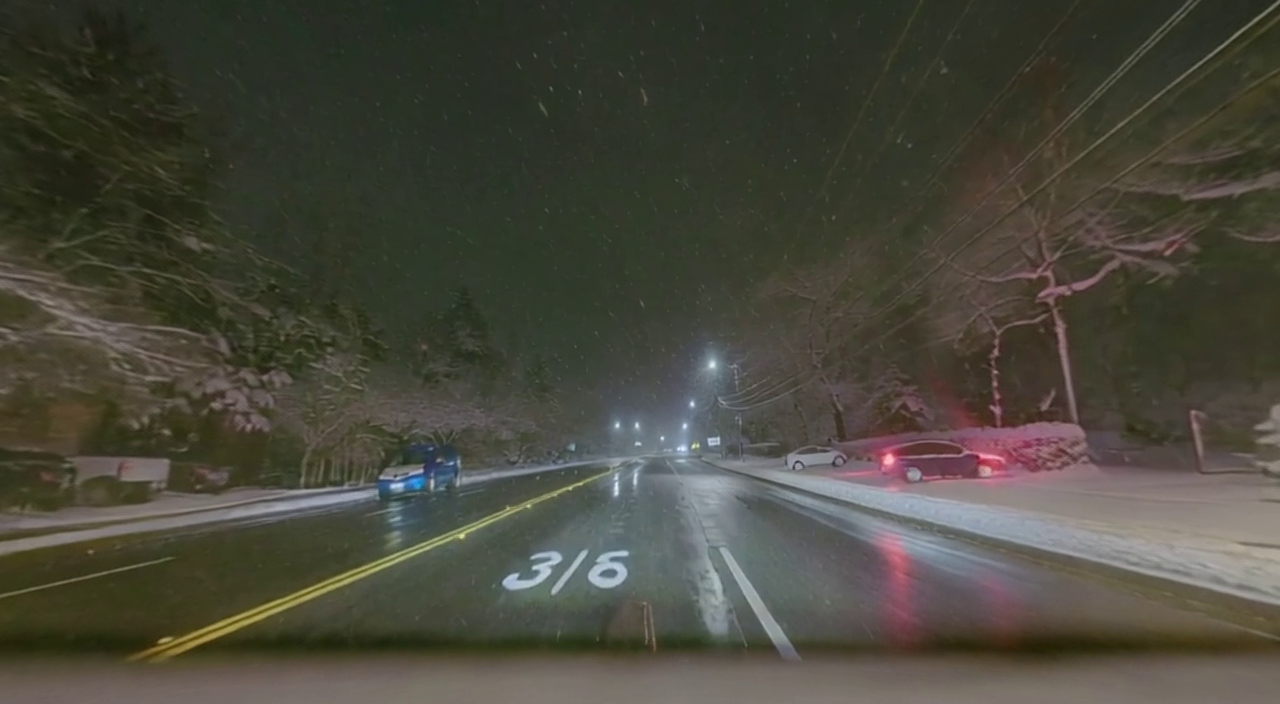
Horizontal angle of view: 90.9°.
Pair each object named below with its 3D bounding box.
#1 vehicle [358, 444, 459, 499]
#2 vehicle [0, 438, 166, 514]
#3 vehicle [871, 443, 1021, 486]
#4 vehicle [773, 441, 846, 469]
[{"bbox_3d":[-8.607,4.435,23.917,2.142,1.723,4.275,-3,-8,1],"label":"vehicle"},{"bbox_3d":[-15.878,3.255,16.798,4.753,1.850,2.127,0,-9,1],"label":"vehicle"},{"bbox_3d":[10.996,4.068,22.895,4.460,1.456,1.804,-1,-9,3],"label":"vehicle"},{"bbox_3d":[11.831,7.203,44.130,4.537,1.828,2.020,-1,-9,3],"label":"vehicle"}]
